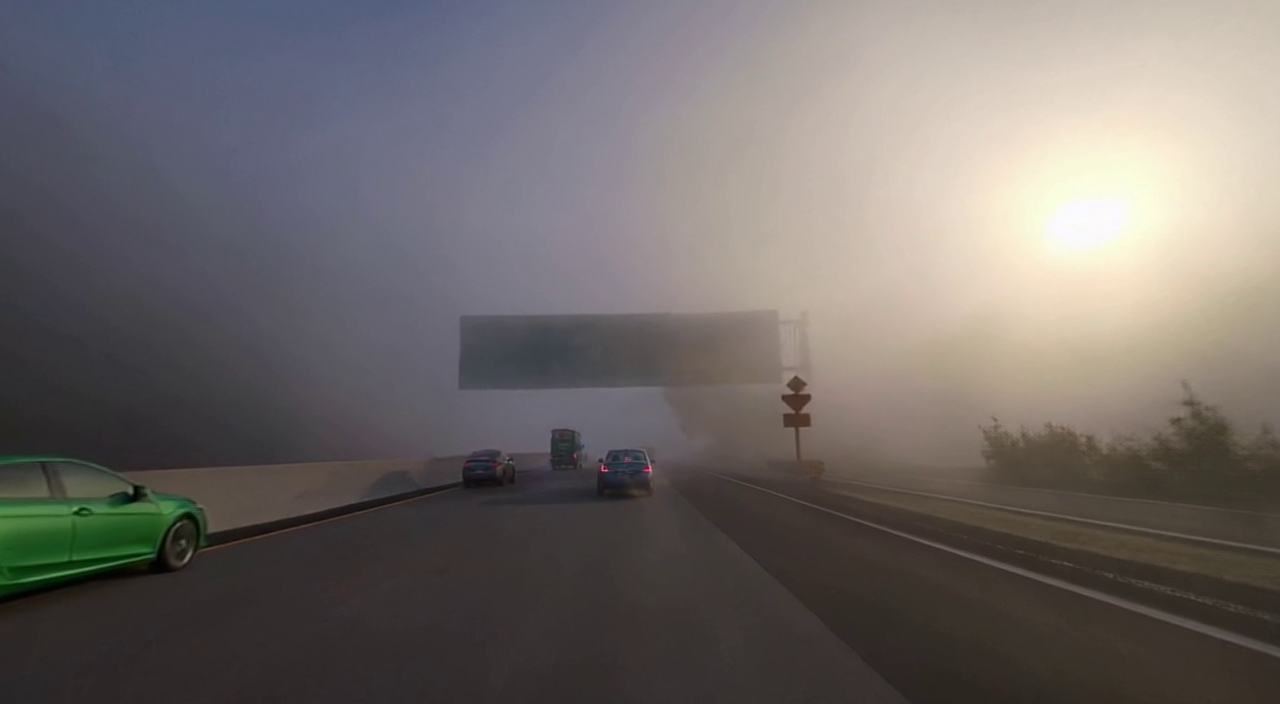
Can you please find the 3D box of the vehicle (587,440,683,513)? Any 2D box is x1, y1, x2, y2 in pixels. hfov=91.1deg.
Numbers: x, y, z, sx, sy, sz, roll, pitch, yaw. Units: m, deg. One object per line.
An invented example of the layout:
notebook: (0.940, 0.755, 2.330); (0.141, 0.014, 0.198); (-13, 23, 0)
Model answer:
vehicle: (-0.123, 2.813, 14.590); (1.940, 1.451, 3.512); (0, -9, -1)

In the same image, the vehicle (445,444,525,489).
vehicle: (-5.529, 4.120, 22.944); (1.892, 1.481, 4.180); (0, -9, 0)

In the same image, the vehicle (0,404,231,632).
vehicle: (-5.648, 1.273, 4.996); (2.058, 1.626, 4.118); (0, -9, -2)

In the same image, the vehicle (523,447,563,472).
vehicle: (-5.779, 6.438, 37.860); (1.814, 1.417, 3.860); (0, -9, 0)
